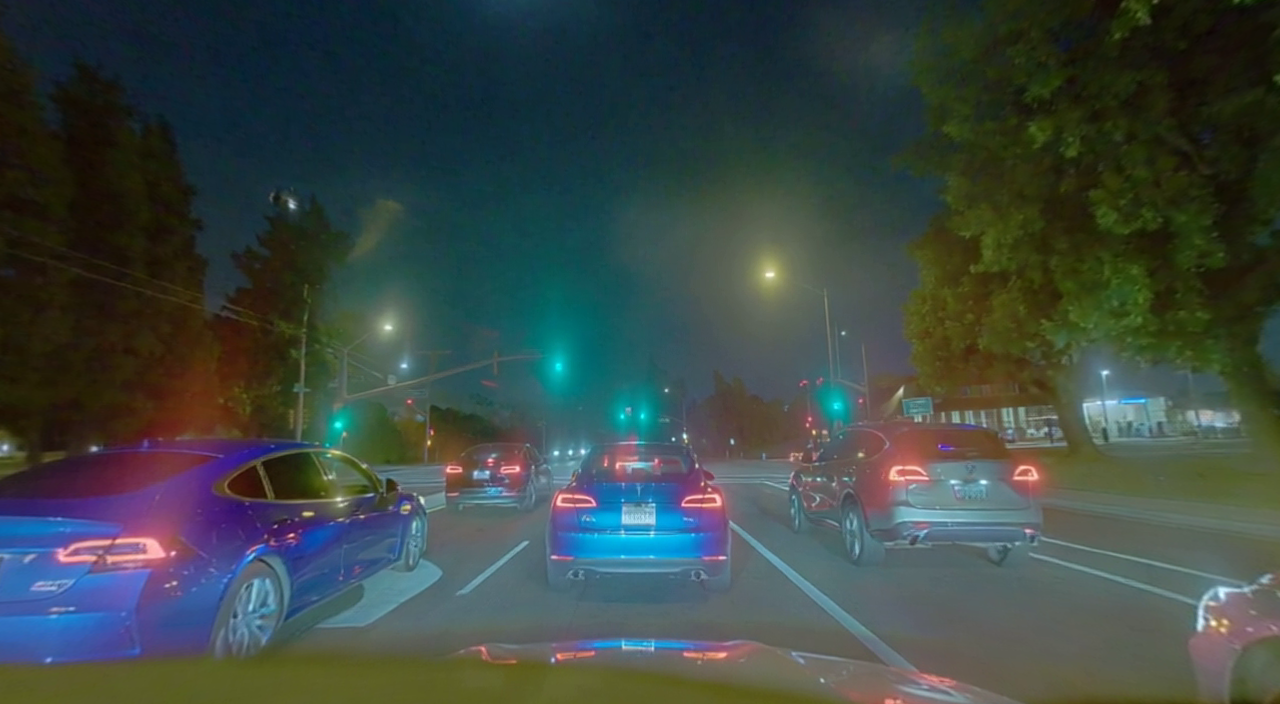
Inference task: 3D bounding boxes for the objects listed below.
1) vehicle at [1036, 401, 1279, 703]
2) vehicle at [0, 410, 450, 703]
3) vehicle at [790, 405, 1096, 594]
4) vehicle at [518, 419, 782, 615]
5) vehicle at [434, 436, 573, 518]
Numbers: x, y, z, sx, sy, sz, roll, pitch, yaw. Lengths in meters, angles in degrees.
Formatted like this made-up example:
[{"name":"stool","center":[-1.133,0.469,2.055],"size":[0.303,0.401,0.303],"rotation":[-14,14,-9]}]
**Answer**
[{"name":"vehicle","center":[3.304,0.798,1.312],"size":[1.951,1.522,4.614],"rotation":[0,-8,0]},{"name":"vehicle","center":[-3.083,1.292,4.560],"size":[2.015,1.478,4.407],"rotation":[0,-8,0]},{"name":"vehicle","center":[3.389,1.712,8.111],"size":[1.938,1.732,4.006],"rotation":[2,-9,0]},{"name":"vehicle","center":[0.040,1.661,7.307],"size":[2.144,1.563,4.218],"rotation":[0,-8,-1]},{"name":"vehicle","center":[-2.832,2.701,14.136],"size":[2.089,1.537,4.073],"rotation":[-1,-9,2]}]
